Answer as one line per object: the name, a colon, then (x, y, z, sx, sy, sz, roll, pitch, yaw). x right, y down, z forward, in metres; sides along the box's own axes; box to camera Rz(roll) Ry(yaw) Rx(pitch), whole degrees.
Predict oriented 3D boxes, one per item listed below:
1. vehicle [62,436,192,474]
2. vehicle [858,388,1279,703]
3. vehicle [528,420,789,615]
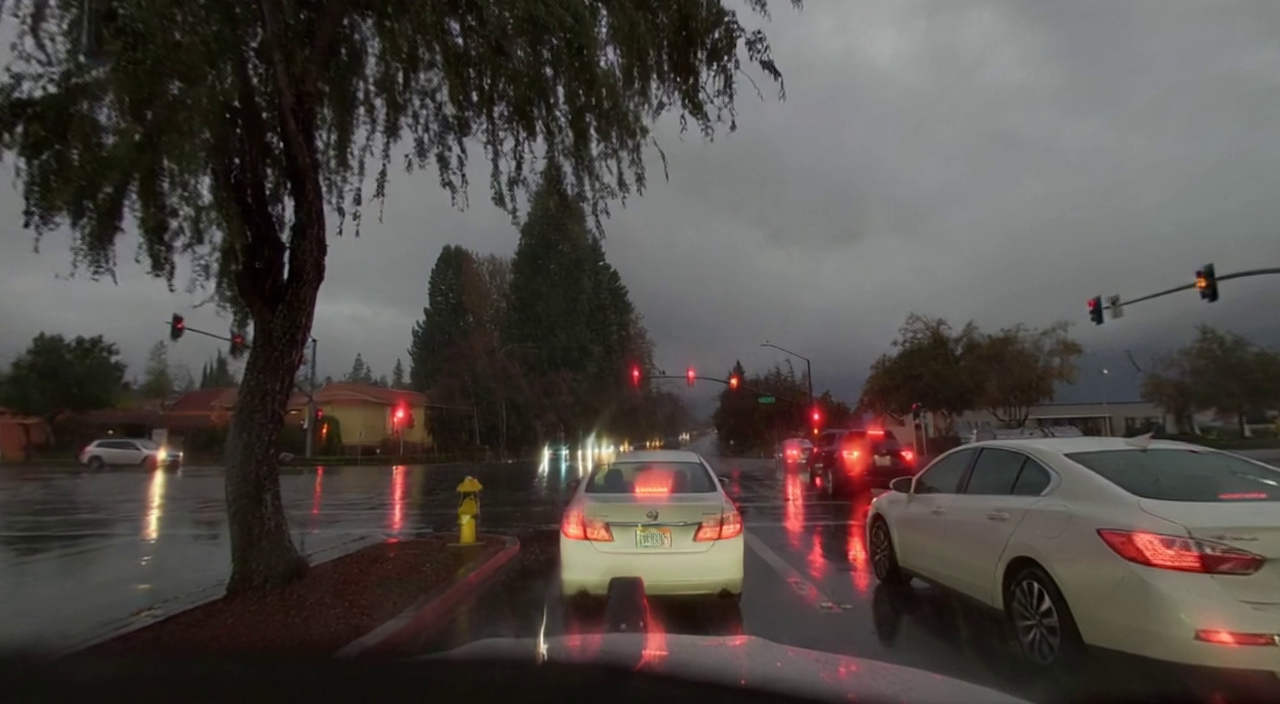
vehicle: (-24.288, 4.871, 29.981, 4.450, 1.684, 1.894, 0, -8, 0)
vehicle: (3.173, 1.120, 3.892, 1.931, 1.493, 4.555, 0, -8, -1)
vehicle: (0.103, 1.564, 6.870, 2.017, 1.485, 3.813, 0, -8, -1)
